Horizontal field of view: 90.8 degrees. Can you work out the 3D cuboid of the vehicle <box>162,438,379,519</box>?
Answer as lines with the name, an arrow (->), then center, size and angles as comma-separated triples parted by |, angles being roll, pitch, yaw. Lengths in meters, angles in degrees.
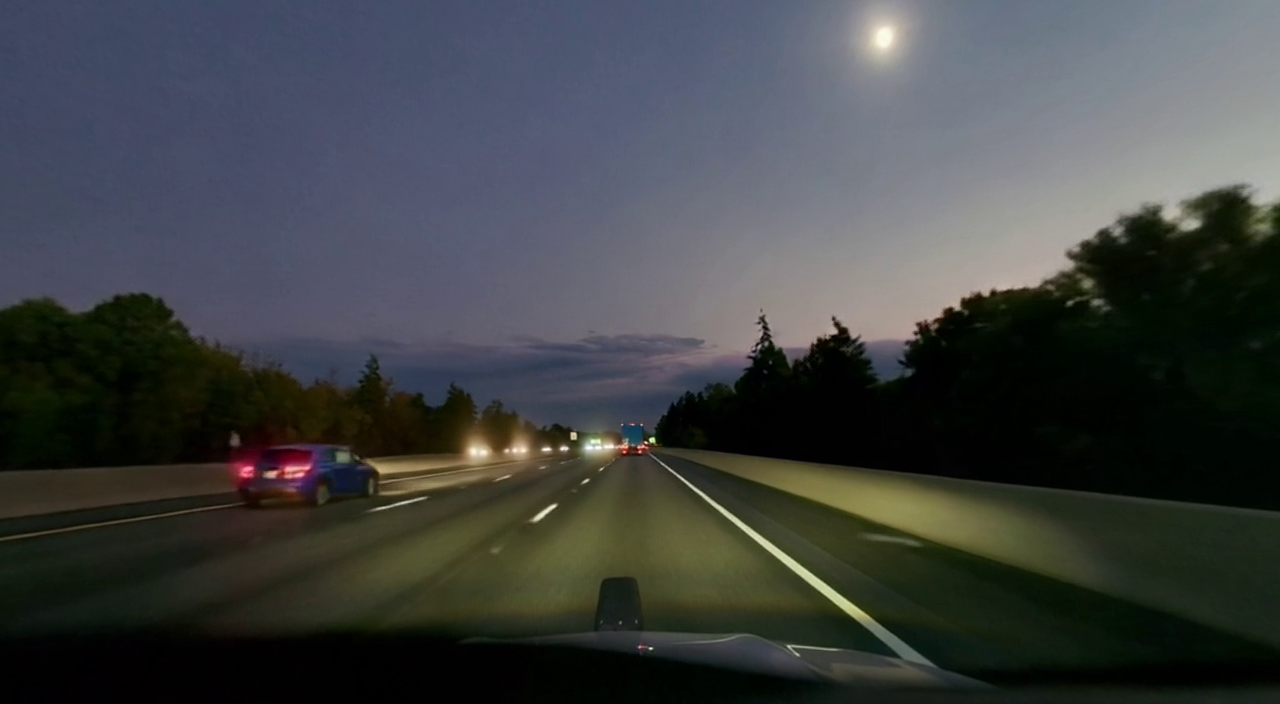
vehicle -> -7.913, 2.722, 14.220 | 2.155, 1.504, 4.490 | 0, -8, 0
